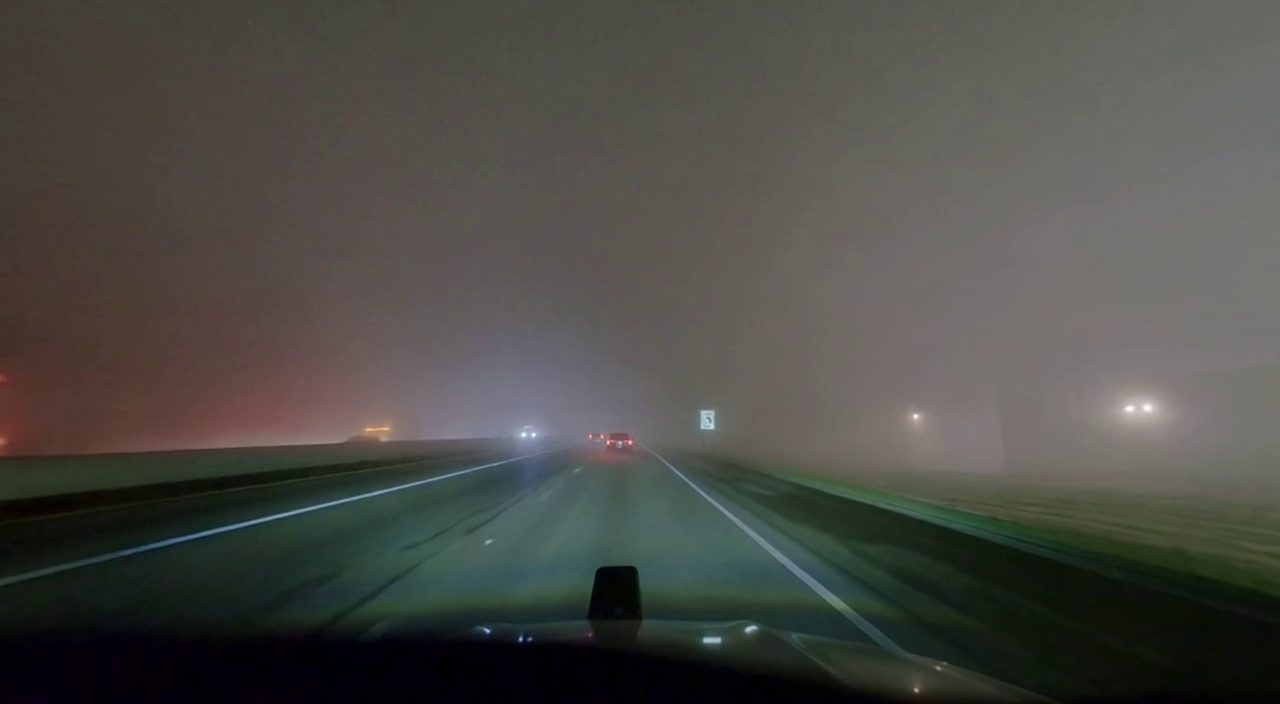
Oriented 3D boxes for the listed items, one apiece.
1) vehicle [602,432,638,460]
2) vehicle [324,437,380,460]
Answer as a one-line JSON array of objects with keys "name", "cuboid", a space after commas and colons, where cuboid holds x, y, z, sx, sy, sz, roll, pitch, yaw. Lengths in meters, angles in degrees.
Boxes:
[{"name": "vehicle", "cuboid": [-1.130, 5.305, 35.687, 1.948, 1.470, 3.913, 0, -8, -2]}, {"name": "vehicle", "cuboid": [-20.303, 6.802, 44.543, 1.900, 1.509, 4.555, 0, -8, -2]}]
